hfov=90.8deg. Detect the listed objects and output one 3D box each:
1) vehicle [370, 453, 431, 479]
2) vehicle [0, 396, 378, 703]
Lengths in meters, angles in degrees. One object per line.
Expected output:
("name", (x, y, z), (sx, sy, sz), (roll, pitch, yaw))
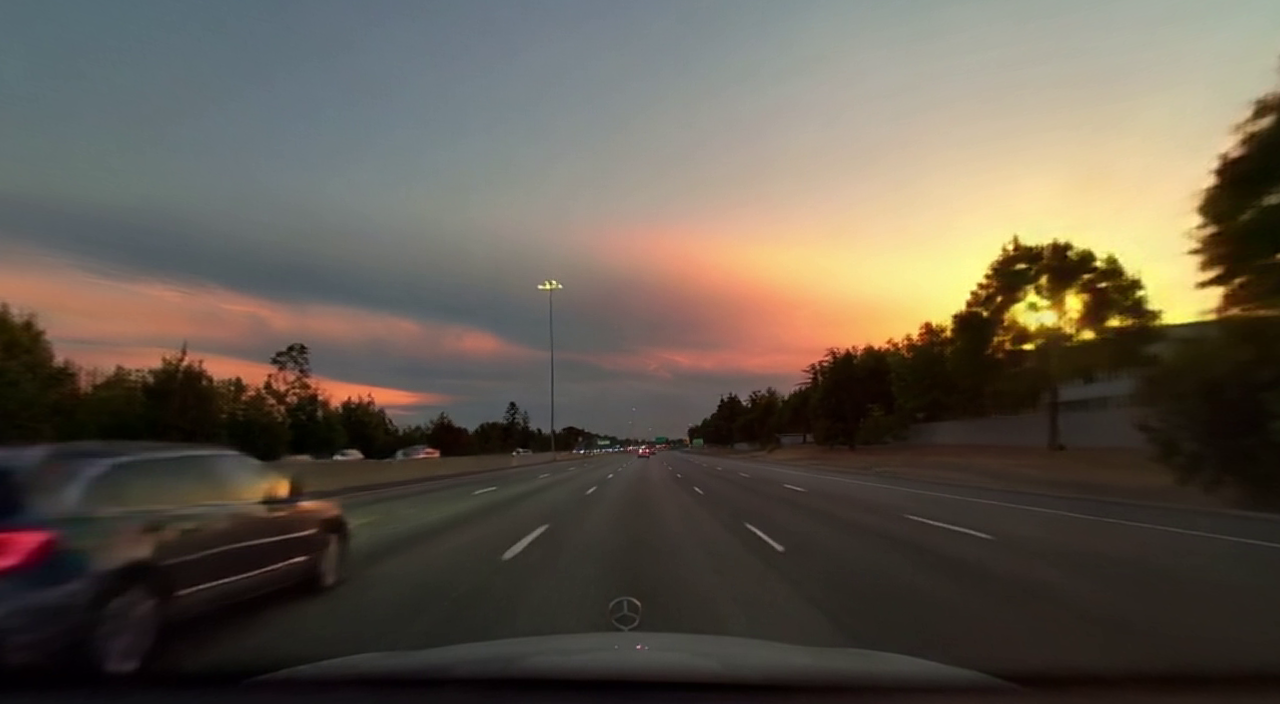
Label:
("vehicle", (-16.117, 7.678, 42.729), (2.213, 1.598, 4.523), (-1, -9, 1))
("vehicle", (-3.642, 1.209, 4.219), (1.979, 1.521, 4.147), (0, -9, 0))
